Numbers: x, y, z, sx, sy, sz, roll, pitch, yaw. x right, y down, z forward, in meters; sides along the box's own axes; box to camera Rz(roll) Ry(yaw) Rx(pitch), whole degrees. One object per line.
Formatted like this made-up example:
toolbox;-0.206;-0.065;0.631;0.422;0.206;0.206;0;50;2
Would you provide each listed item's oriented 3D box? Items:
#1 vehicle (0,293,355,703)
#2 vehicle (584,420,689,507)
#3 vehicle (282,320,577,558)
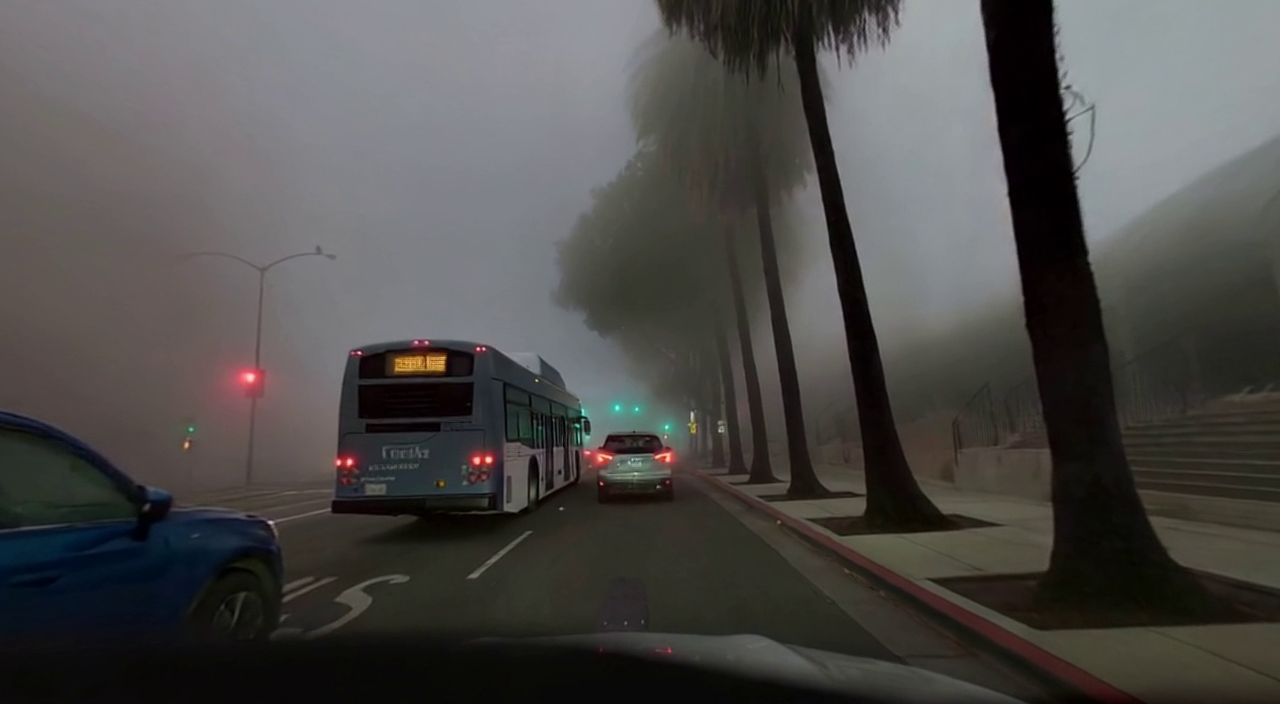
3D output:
vehicle;-3.064;0.739;2.039;2.124;1.799;4.587;0;-8;0
vehicle;-0.070;2.534;14.682;2.120;1.727;3.917;0;-8;0
vehicle;-3.109;1.695;12.334;2.775;3.064;8.297;0;-8;1
